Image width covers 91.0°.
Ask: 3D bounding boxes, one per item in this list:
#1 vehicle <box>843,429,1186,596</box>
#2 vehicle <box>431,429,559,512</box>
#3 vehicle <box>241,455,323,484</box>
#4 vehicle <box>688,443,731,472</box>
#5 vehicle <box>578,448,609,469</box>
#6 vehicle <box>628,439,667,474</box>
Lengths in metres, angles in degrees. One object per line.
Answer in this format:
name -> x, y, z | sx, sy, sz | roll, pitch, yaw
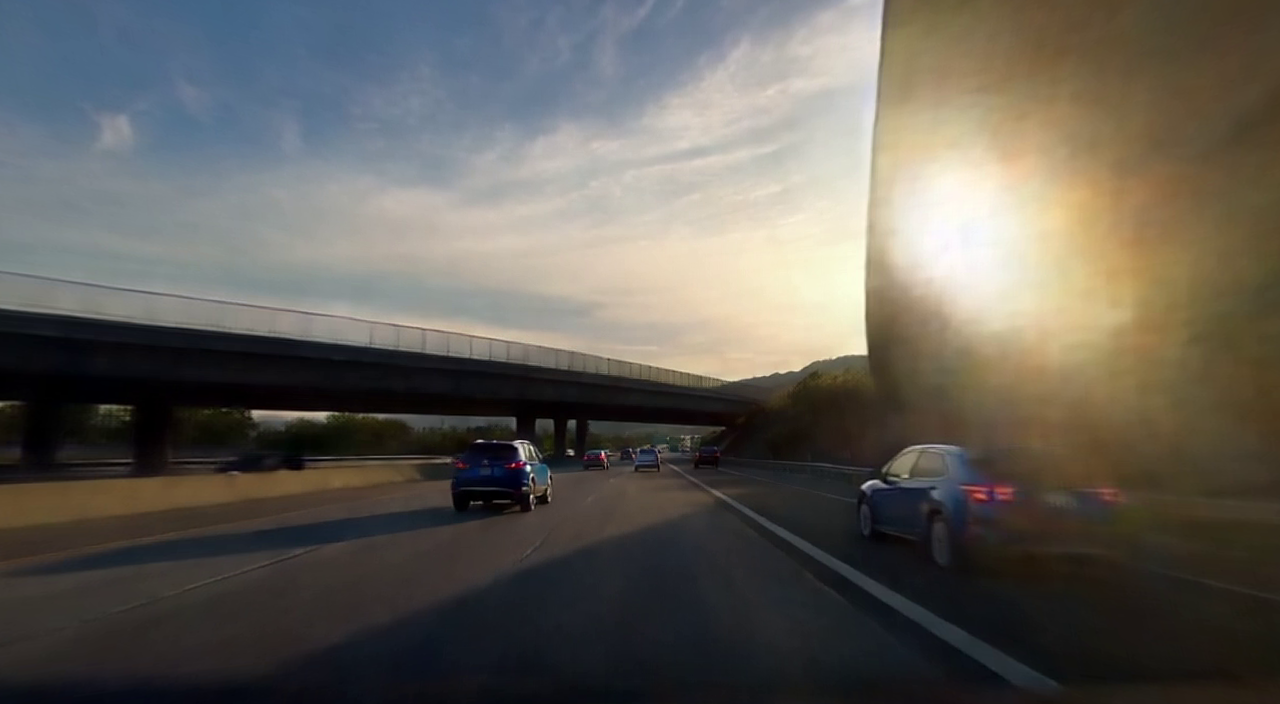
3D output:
vehicle -> 4.163, 1.810, 7.909 | 1.959, 1.554, 3.795 | 0, -9, 0
vehicle -> -3.421, 2.897, 15.870 | 2.089, 1.751, 4.515 | 0, -9, 1
vehicle -> -20.673, 6.763, 36.570 | 1.897, 1.506, 4.512 | 0, -9, 3
vehicle -> 4.508, 6.911, 41.503 | 2.231, 1.807, 4.588 | 0, -9, -1
vehicle -> -3.379, 7.820, 46.439 | 1.994, 1.475, 4.171 | 0, -9, 0
vehicle -> 0.413, 6.053, 36.717 | 2.155, 1.909, 4.529 | 0, -9, 0
